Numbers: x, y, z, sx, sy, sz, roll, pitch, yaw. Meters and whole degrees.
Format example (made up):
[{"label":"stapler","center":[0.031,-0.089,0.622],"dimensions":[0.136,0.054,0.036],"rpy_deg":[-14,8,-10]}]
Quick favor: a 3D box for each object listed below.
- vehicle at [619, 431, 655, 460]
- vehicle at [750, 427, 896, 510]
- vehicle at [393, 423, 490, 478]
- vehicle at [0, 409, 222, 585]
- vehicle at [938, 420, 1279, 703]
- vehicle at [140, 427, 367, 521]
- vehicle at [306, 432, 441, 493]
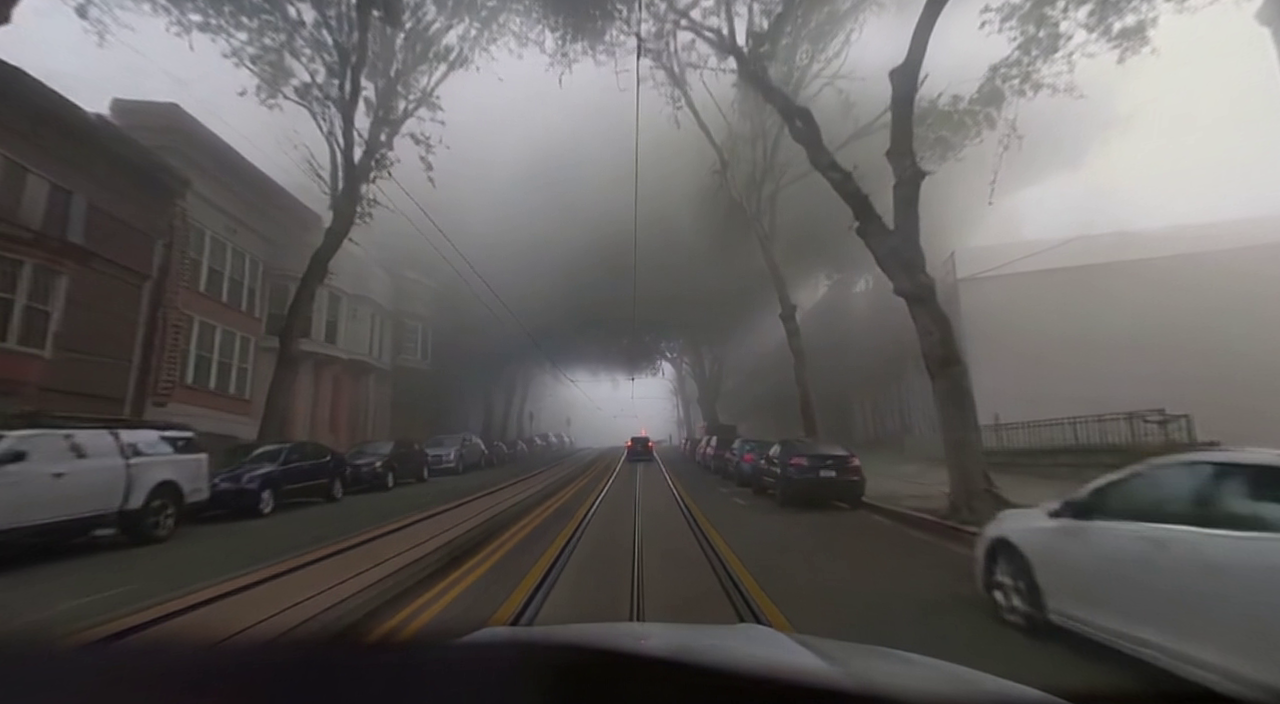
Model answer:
[{"label":"vehicle","center":[-0.187,5.383,36.341],"dimensions":[1.984,1.571,3.404],"rpy_deg":[0,-9,0]},{"label":"vehicle","center":[3.865,2.541,14.208],"dimensions":[1.890,1.559,4.281],"rpy_deg":[0,-9,-2]},{"label":"vehicle","center":[-7.289,3.695,23.820],"dimensions":[2.049,1.821,5.066],"rpy_deg":[0,-9,0]},{"label":"vehicle","center":[-7.316,1.535,7.208],"dimensions":[1.861,1.751,4.550],"rpy_deg":[1,-6,2]},{"label":"vehicle","center":[3.815,1.187,3.787],"dimensions":[1.838,1.475,4.163],"rpy_deg":[0,-9,-3]},{"label":"vehicle","center":[-7.332,2.393,12.659],"dimensions":[1.756,1.492,4.426],"rpy_deg":[1,-10,-1]},{"label":"vehicle","center":[-7.378,3.104,18.125],"dimensions":[1.833,1.477,4.851],"rpy_deg":[0,-9,-1]}]
